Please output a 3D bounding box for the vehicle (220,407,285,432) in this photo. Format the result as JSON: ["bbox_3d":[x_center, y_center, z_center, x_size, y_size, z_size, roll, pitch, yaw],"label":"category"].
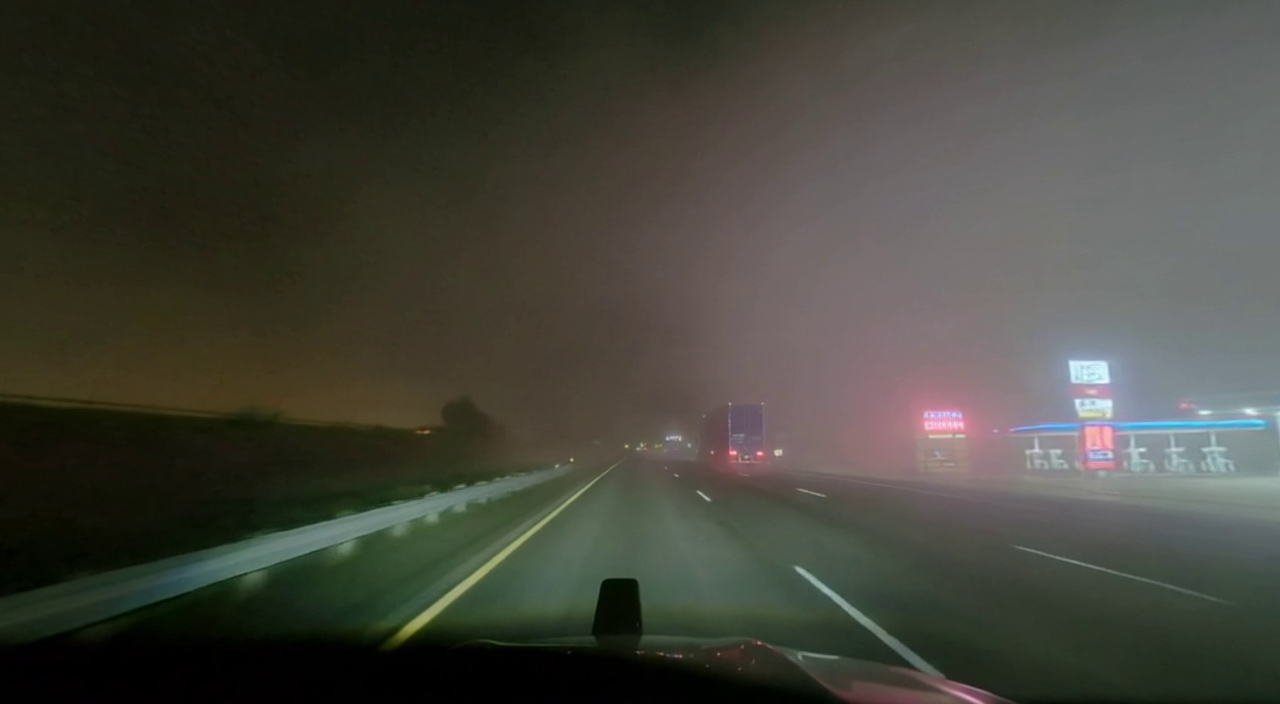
[{"bbox_3d":[-24.589,4.323,40.205,1.731,1.451,3.701,0,-8,0],"label":"vehicle"}]
